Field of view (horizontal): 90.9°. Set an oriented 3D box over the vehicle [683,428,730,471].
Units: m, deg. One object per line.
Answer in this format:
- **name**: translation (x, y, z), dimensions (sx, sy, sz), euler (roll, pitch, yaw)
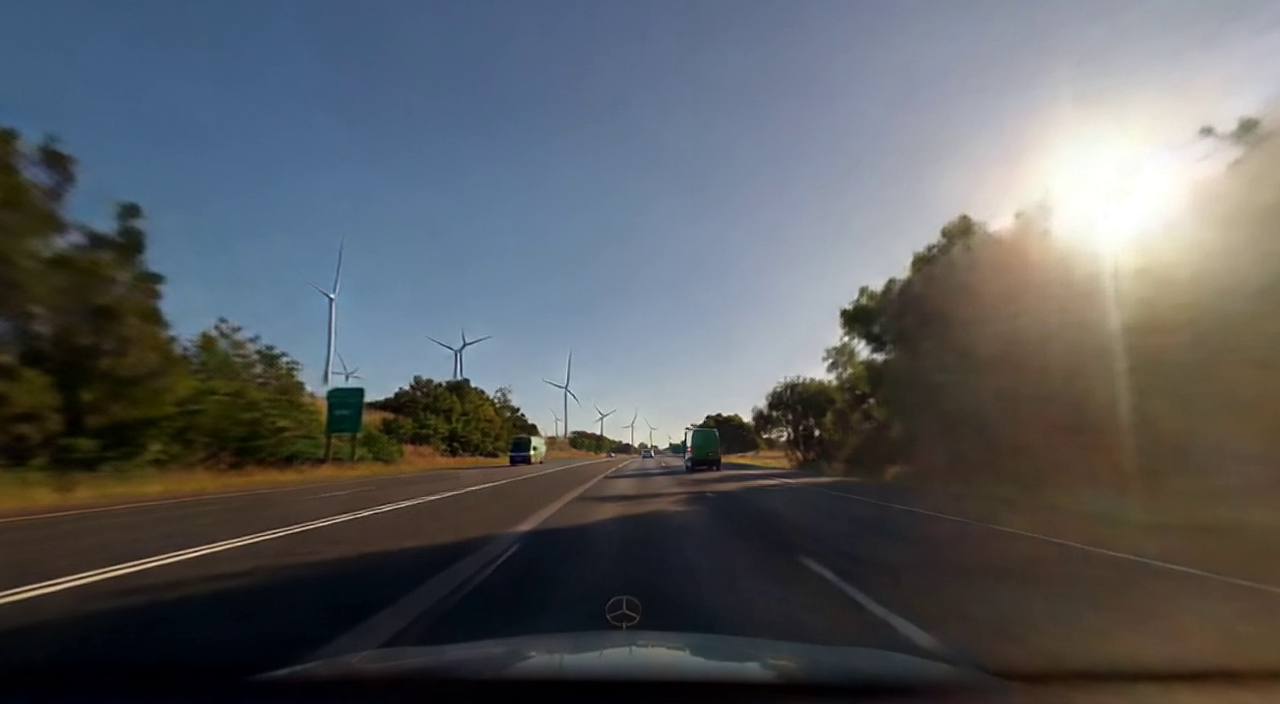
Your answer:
- **vehicle**: translation (4.376, 6.591, 42.674), dimensions (2.437, 2.735, 5.507), euler (0, -9, -1)
